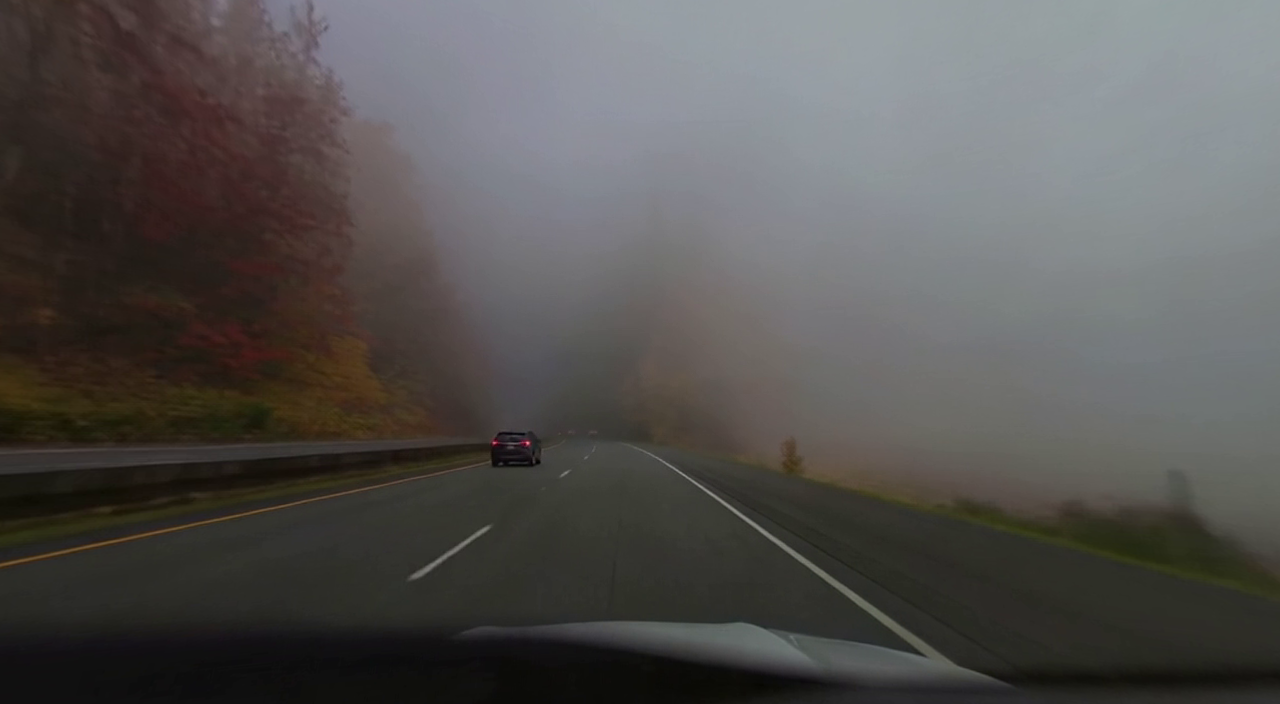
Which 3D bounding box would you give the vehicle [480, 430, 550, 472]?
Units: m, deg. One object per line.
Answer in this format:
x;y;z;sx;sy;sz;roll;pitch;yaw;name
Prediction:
-5.002;4.015;25.749;2.073;1.559;4.393;0;-8;-2;vehicle
